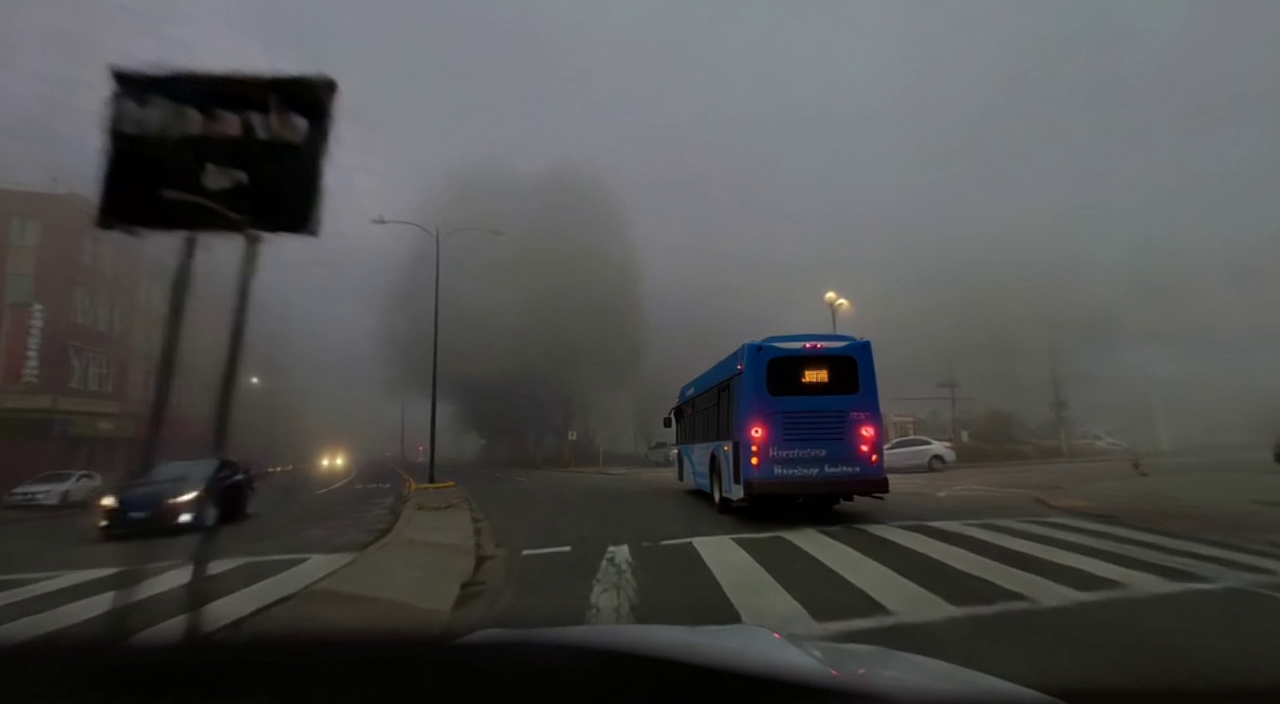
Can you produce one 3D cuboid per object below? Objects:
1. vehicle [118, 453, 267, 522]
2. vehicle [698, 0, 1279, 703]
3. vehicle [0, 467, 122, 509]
[{"bbox_3d":[-11.744,3.513,16.939,1.944,1.505,3.944,2,-9,-16],"label":"vehicle"},{"bbox_3d":[2.820,0.258,3.693,3.194,3.345,12.428,0,-8,-3],"label":"vehicle"},{"bbox_3d":[-25.081,5.764,26.998,4.384,1.500,1.864,6,-11,-37],"label":"vehicle"}]
